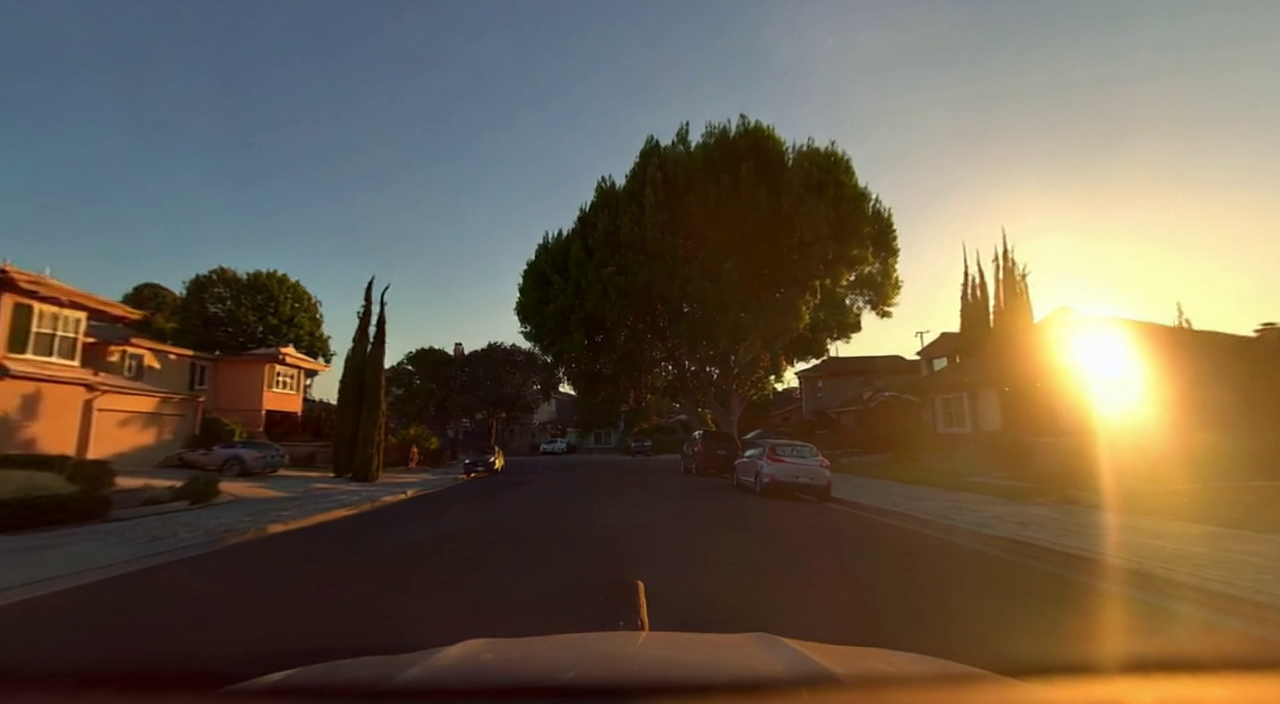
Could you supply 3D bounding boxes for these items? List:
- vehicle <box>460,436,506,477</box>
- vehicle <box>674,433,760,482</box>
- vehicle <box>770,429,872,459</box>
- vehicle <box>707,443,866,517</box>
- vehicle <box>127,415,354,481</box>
[{"bbox_3d":[-7.837,5.121,31.263,1.976,1.855,4.299,3,-8,-16],"label":"vehicle"},{"bbox_3d":[2.876,4.075,24.873,1.993,1.720,4.583,2,-8,-11],"label":"vehicle"},{"bbox_3d":[9.594,4.875,33.547,4.940,1.477,2.015,3,-9,-21],"label":"vehicle"},{"bbox_3d":[3.239,2.932,15.195,1.984,1.437,4.726,1,-8,-10],"label":"vehicle"},{"bbox_3d":[-13.371,3.268,21.726,6.197,1.824,2.113,0,-9,-18],"label":"vehicle"}]
